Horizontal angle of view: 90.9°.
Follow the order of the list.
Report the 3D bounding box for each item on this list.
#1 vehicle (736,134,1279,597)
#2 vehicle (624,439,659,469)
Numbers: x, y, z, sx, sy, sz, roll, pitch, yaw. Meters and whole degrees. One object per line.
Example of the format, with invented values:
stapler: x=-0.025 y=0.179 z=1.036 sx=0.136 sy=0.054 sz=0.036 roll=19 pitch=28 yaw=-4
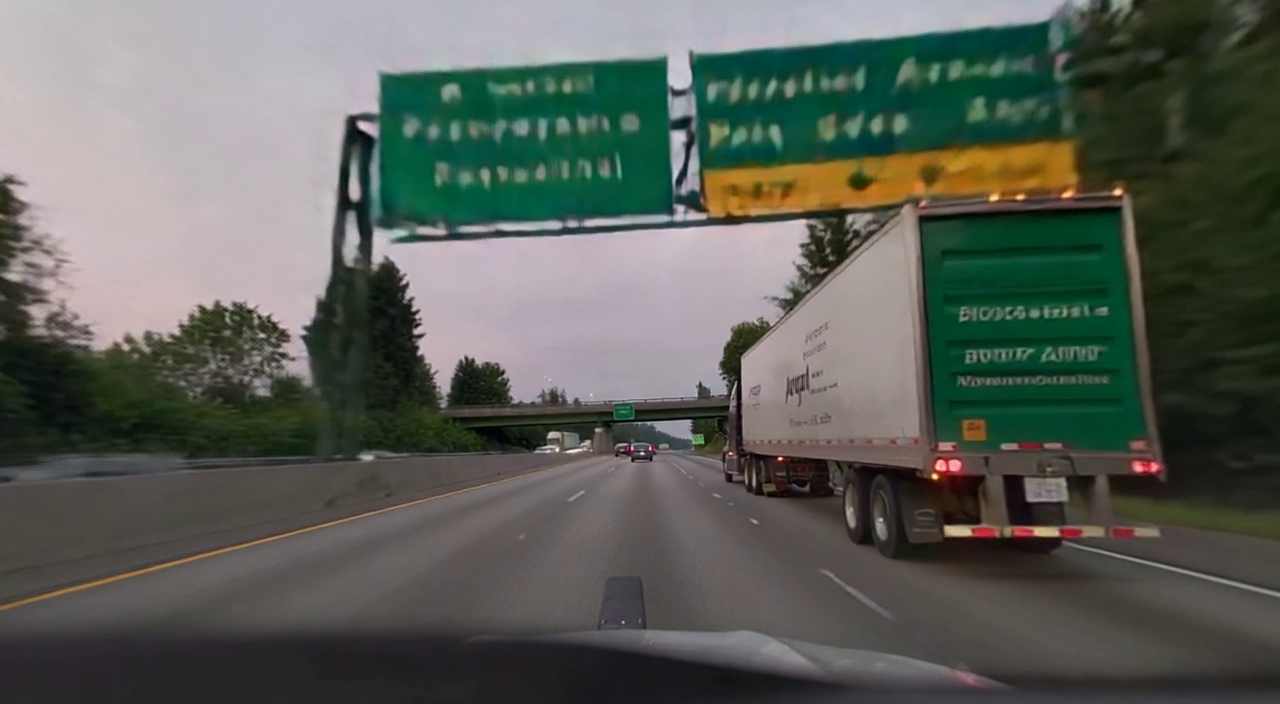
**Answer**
vehicle: x=4.464 y=1.064 z=12.318 sx=3.011 sy=4.028 sz=13.890 roll=0 pitch=-9 yaw=0
vehicle: x=0.069 y=6.290 z=38.948 sx=2.067 sy=1.690 sz=3.901 roll=0 pitch=-9 yaw=0
